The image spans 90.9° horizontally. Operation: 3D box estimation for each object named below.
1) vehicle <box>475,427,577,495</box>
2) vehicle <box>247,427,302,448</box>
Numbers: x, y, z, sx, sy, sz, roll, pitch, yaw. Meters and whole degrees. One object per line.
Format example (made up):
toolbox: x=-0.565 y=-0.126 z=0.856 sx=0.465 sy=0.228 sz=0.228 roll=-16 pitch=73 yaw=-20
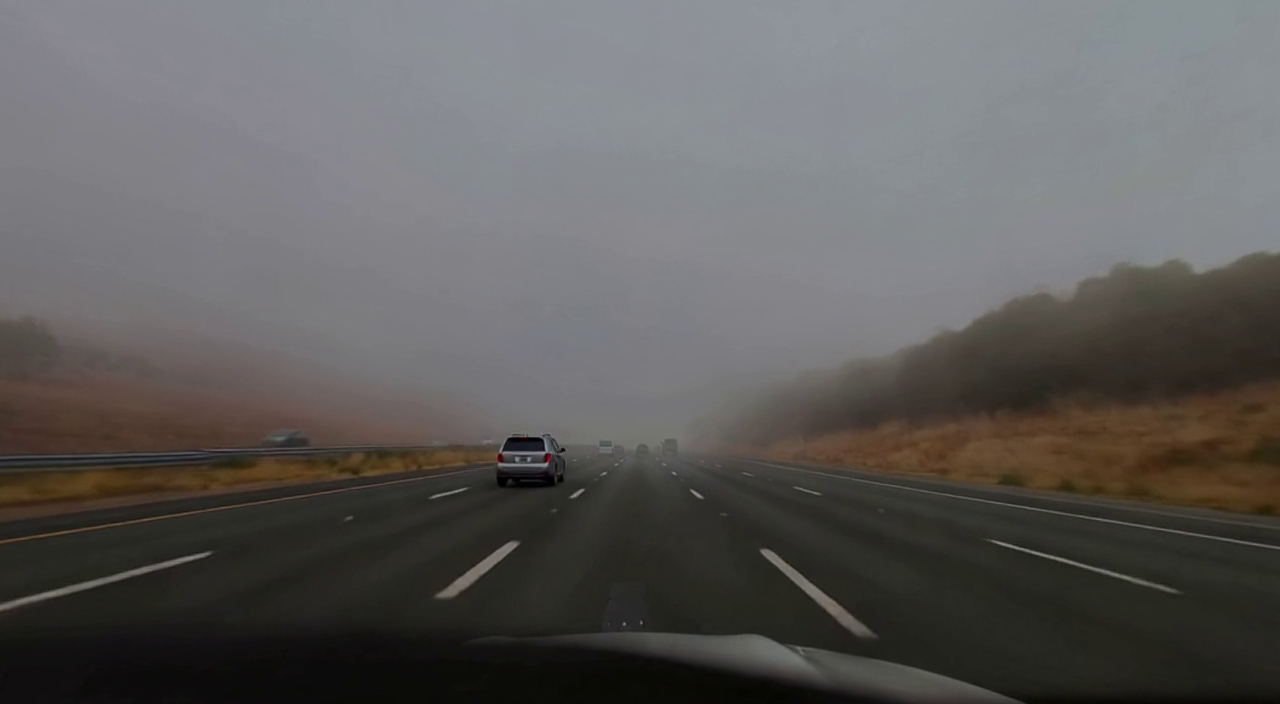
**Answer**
vehicle: x=-3.424 y=3.409 z=20.037 sx=2.218 sy=1.848 sz=4.789 roll=-1 pitch=-9 yaw=1
vehicle: x=-28.448 y=6.703 z=49.191 sx=1.845 sy=1.561 sz=3.894 roll=-1 pitch=-9 yaw=2
